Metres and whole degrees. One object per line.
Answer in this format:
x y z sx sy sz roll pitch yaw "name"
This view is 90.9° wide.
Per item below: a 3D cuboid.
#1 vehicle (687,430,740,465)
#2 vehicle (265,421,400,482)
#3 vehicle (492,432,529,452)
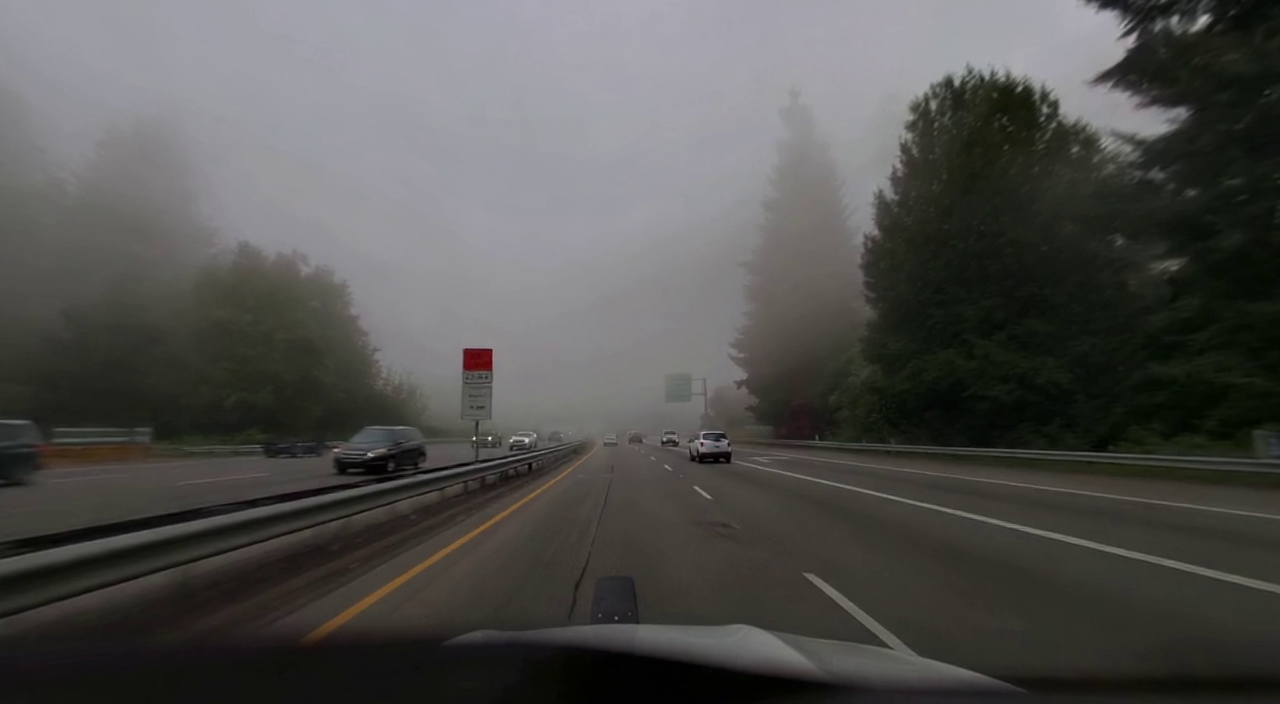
3.497 4.592 30.672 1.938 1.578 3.764 0 -8 -3 "vehicle"
-8.902 2.891 18.738 1.912 1.586 4.228 0 -8 -1 "vehicle"
-9.854 6.909 48.342 1.987 1.445 4.485 0 -8 -2 "vehicle"
